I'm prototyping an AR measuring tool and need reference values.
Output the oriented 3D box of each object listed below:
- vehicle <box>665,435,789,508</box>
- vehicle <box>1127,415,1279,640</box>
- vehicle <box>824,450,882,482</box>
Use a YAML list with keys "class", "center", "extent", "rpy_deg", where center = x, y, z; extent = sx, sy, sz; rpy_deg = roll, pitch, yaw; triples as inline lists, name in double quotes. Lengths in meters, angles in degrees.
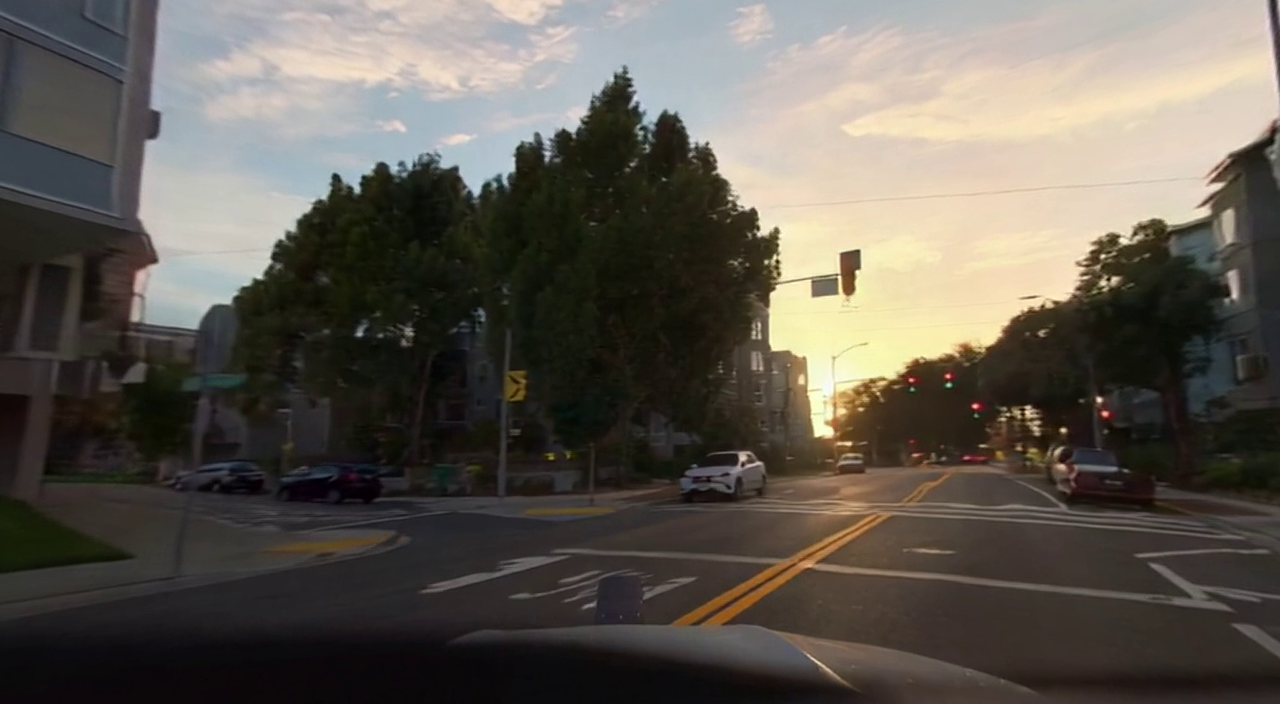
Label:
- class: "vehicle"
  center: [2.681, 3.377, 18.448]
  extent: [1.993, 1.817, 4.619]
  rpy_deg: [-5, -10, 29]
- class: "vehicle"
  center: [6.785, 1.560, 6.413]
  extent: [2.153, 1.685, 4.586]
  rpy_deg: [-5, -10, 29]
- class: "vehicle"
  center: [11.214, 5.913, 33.050]
  extent: [1.934, 1.484, 4.630]
  rpy_deg: [-5, -10, 29]
